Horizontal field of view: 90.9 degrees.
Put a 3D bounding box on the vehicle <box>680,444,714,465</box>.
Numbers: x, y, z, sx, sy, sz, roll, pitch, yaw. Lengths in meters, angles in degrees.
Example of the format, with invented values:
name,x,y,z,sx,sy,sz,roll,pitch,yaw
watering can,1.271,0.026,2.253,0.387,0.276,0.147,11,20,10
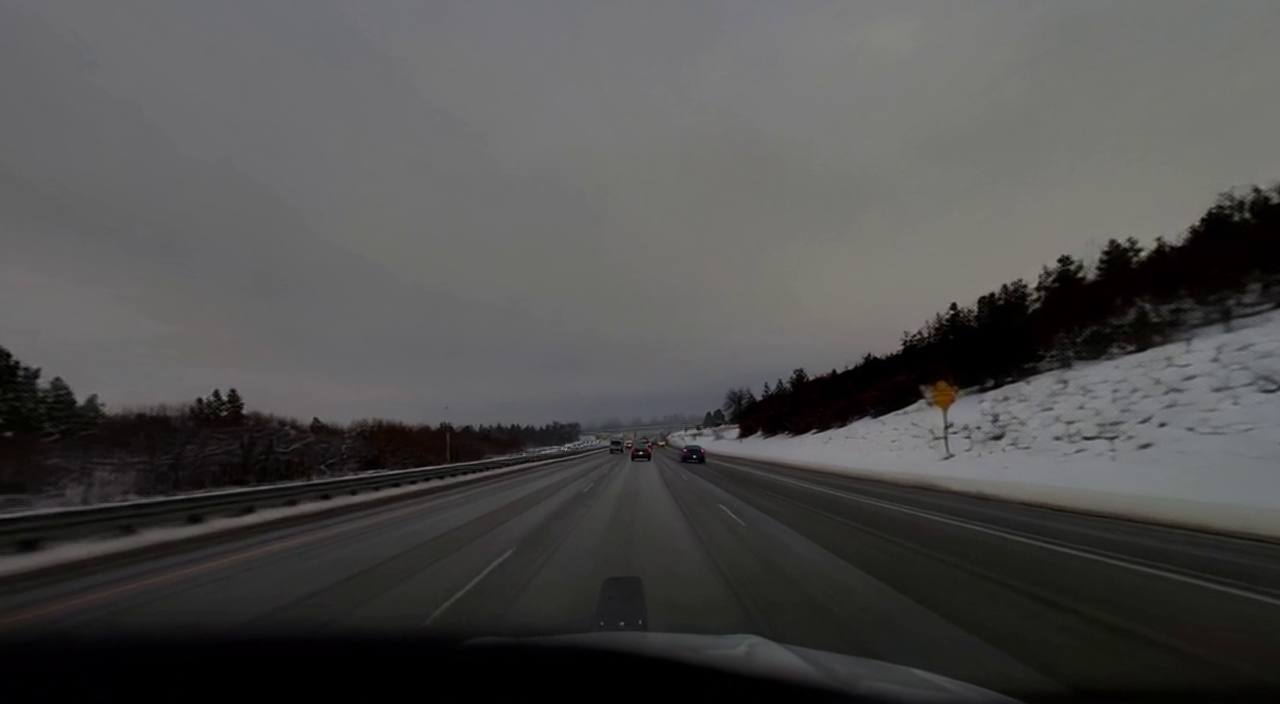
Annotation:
name,x,y,z,sx,sy,sz,roll,pitch,yaw
vehicle,3.873,7.008,43.205,1.976,1.352,3.602,0,-8,0

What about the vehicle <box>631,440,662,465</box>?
name,x,y,z,sx,sy,sz,roll,pitch,yaw
vehicle,0.392,6.780,42.660,1.986,1.576,4.312,0,-8,0
